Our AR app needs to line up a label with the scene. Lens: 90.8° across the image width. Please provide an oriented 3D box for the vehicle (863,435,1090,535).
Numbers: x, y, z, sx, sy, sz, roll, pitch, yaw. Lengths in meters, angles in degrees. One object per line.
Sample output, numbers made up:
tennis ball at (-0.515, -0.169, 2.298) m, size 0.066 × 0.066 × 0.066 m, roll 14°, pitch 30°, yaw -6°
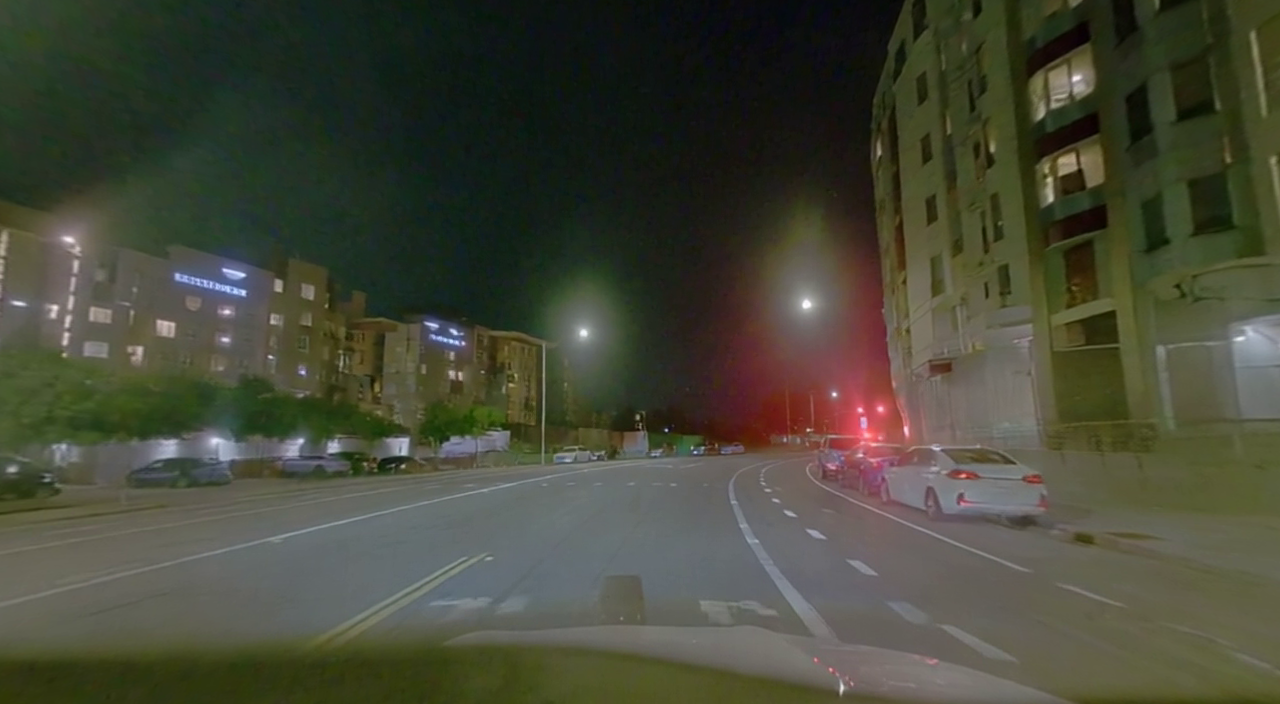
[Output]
vehicle at (6.025, 2.392, 12.194) m, size 2.077 × 1.502 × 4.902 m, roll -1°, pitch -8°, yaw 6°

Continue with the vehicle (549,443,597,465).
vehicle at (-4.998, 7.638, 47.598) m, size 1.882 × 1.508 × 4.476 m, roll -3°, pitch -9°, yaw 19°

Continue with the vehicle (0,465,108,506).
vehicle at (-24.495, 5.406, 25.840) m, size 4.250 × 1.490 × 1.951 m, roll -3°, pitch -8°, yaw 15°

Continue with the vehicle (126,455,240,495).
vehicle at (-23.158, 6.187, 32.058) m, size 4.462 × 1.832 × 2.103 m, roll -2°, pitch -8°, yaw 11°

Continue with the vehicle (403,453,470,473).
vehicle at (-14.729, 8.031, 45.819) m, size 4.178 × 1.407 × 2.012 m, roll -2°, pitch -9°, yaw 14°

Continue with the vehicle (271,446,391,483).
vehicle at (-18.235, 6.636, 37.417) m, size 6.006 × 1.964 × 2.474 m, roll -1°, pitch -10°, yaw 12°
